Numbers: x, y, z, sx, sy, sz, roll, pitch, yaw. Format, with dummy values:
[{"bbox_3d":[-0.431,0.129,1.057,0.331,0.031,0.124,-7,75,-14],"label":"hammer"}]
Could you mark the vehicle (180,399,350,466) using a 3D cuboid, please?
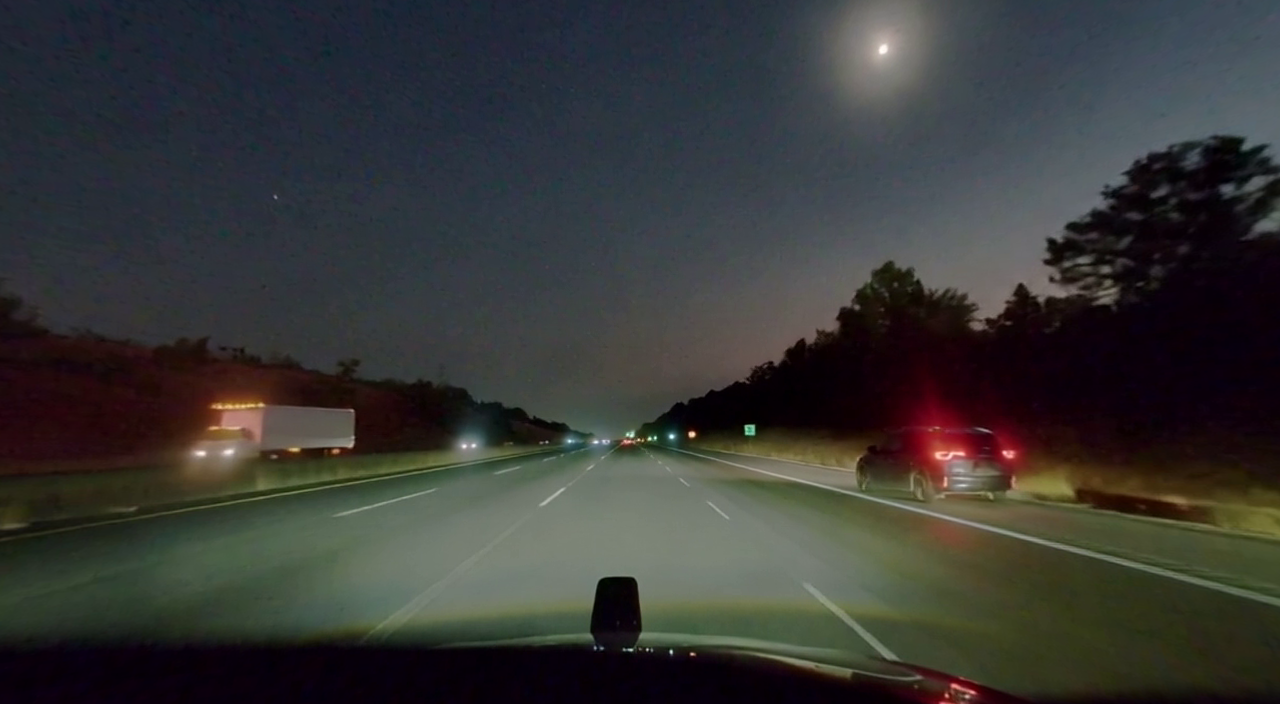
[{"bbox_3d":[-28.007,6.307,48.913,3.237,4.301,16.964,0,-8,-2],"label":"vehicle"}]
